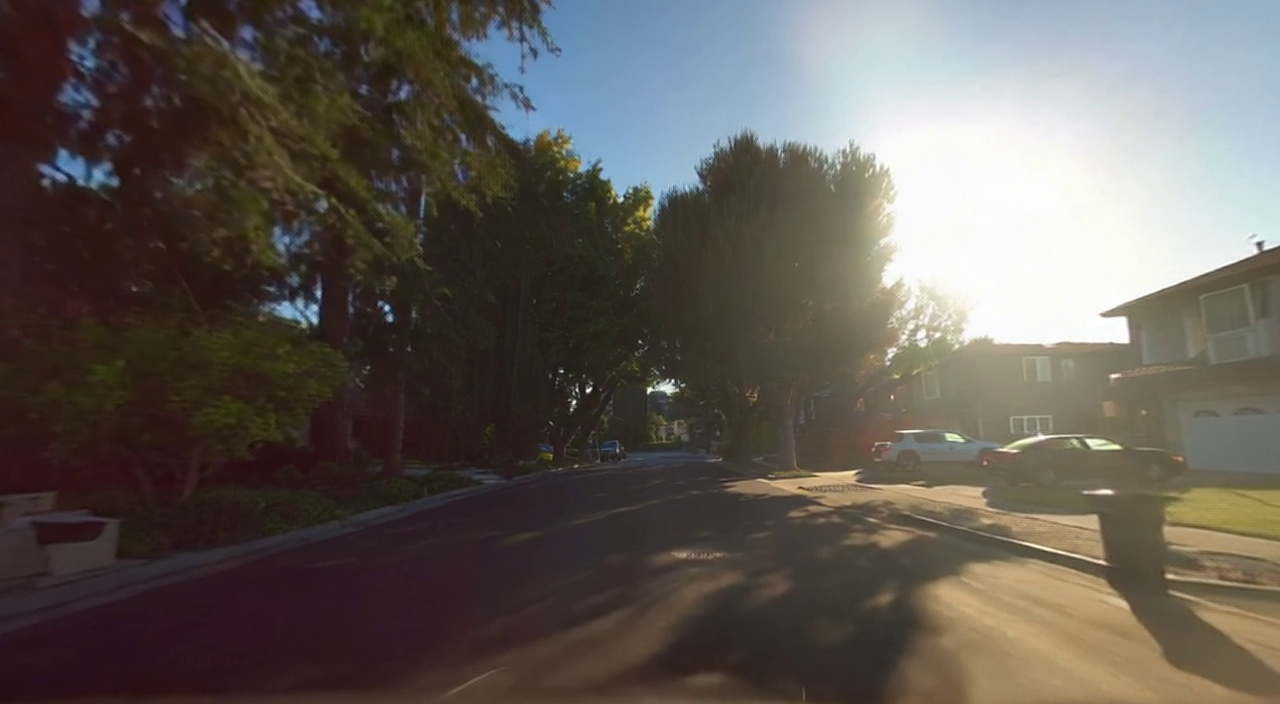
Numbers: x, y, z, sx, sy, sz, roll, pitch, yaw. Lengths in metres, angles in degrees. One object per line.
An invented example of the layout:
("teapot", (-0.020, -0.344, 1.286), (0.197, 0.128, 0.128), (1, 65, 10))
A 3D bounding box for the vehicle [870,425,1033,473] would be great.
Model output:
("vehicle", (12.899, 4.063, 26.406), (5.637, 1.890, 2.171), (0, -8, 3))

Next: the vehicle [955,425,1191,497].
("vehicle", (11.286, 2.871, 16.696), (4.710, 1.512, 1.894), (-3, -9, 1))
